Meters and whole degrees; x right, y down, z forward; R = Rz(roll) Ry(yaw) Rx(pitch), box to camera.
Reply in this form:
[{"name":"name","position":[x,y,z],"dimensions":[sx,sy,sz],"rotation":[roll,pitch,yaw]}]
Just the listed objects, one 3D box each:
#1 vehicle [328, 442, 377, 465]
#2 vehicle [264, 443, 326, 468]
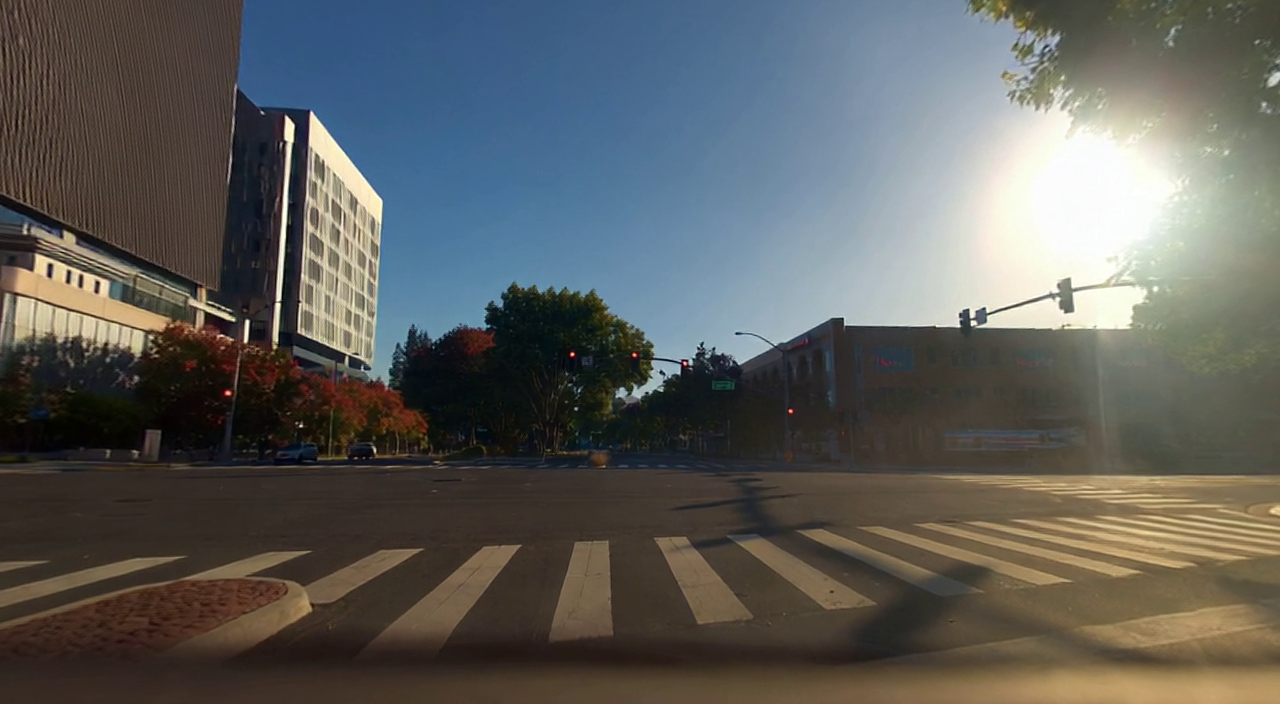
[{"name":"vehicle","position":[-22.526,7.938,49.746],"dimensions":[2.023,1.706,4.756],"rotation":[1,-9,-6]},{"name":"vehicle","position":[-21.843,6.548,40.167],"dimensions":[2.005,1.496,4.020],"rotation":[1,-9,-6]}]
